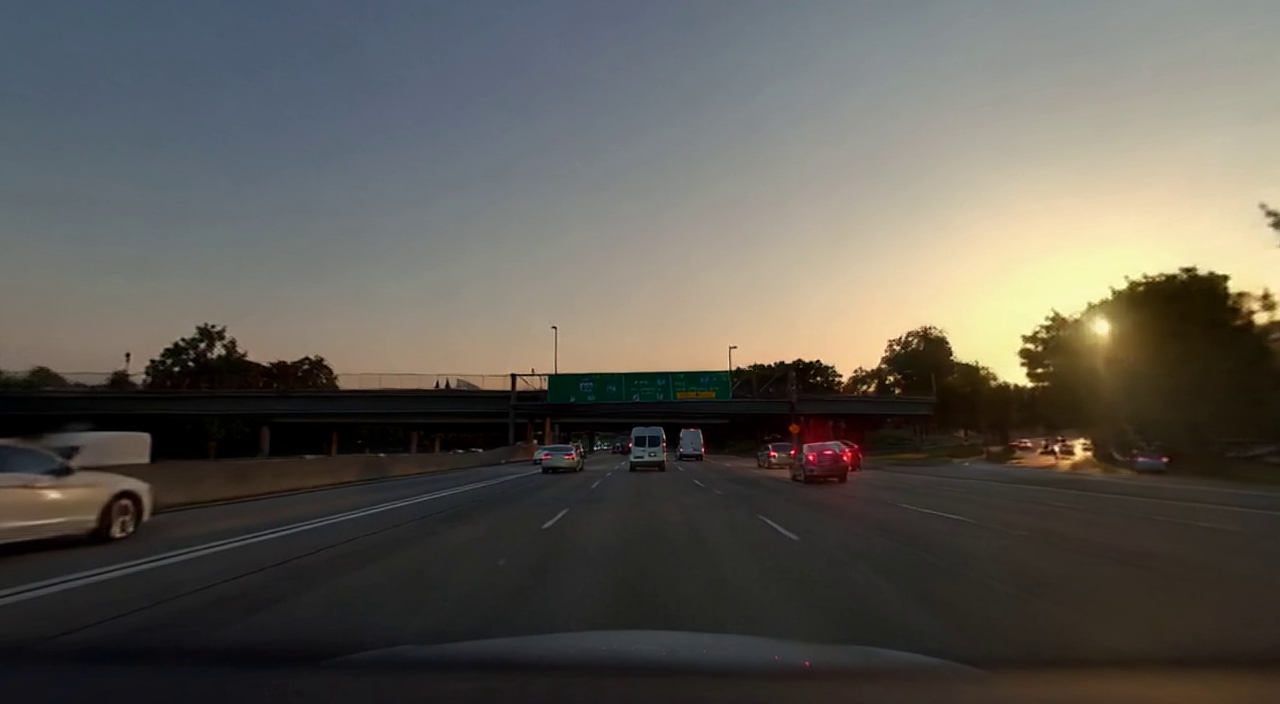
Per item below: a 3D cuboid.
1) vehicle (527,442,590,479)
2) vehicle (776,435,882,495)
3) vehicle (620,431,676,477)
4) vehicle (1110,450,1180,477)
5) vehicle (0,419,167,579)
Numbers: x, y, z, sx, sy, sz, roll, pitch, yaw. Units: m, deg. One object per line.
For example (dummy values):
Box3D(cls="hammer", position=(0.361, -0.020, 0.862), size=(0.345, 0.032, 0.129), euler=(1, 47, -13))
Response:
Box3D(cls="vehicle", position=(-3.671, 4.990, 29.167), size=(2.173, 1.542, 4.781), euler=(0, -9, 1))
Box3D(cls="vehicle", position=(5.883, 3.570, 20.229), size=(2.146, 1.678, 4.489), euler=(0, -9, 2))
Box3D(cls="vehicle", position=(0.377, 4.919, 30.539), size=(2.509, 2.062, 4.639), euler=(0, -9, 1))
Box3D(cls="vehicle", position=(35.305, 7.756, 44.194), size=(2.039, 1.718, 4.674), euler=(-2, -9, 15))
Box3D(cls="vehicle", position=(-7.629, 1.491, 6.374), size=(2.108, 1.619, 4.548), euler=(0, -9, 0))
